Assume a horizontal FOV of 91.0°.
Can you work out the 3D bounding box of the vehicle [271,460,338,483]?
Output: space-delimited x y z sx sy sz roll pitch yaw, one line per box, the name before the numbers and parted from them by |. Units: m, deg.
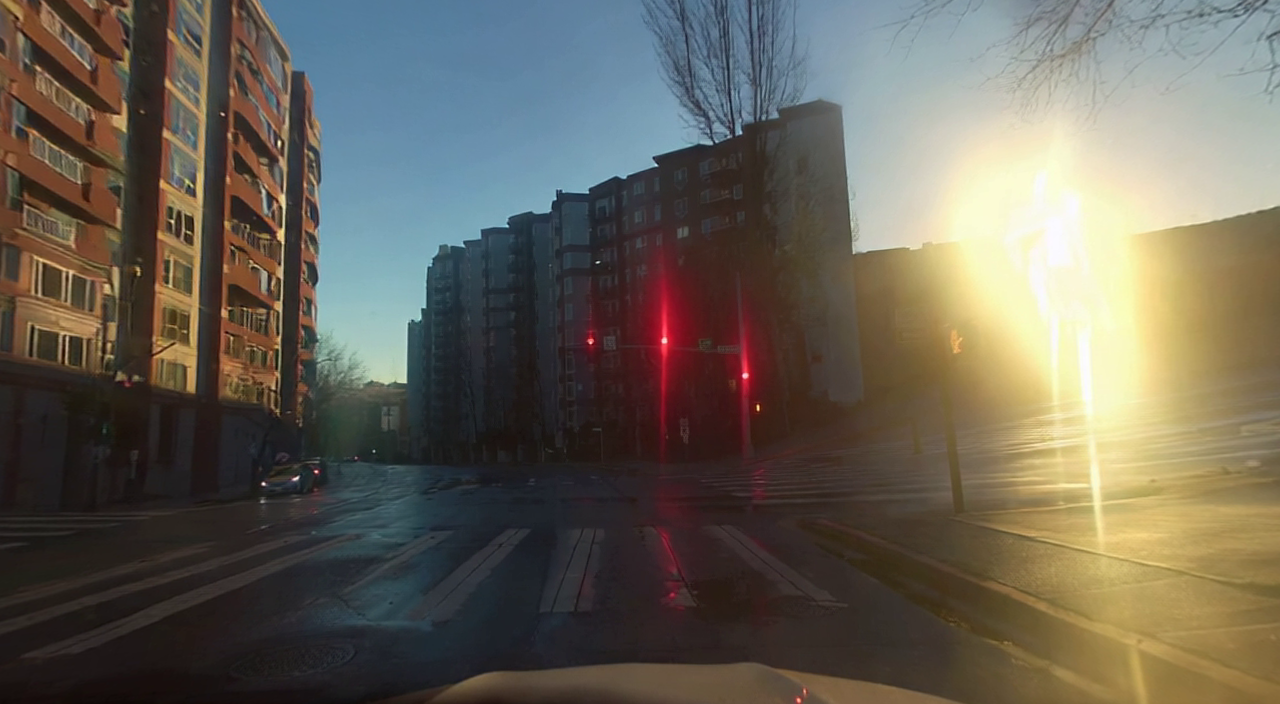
vehicle | -24.637 8.744 46.292 3.882 1.600 1.768 0 -9 2
